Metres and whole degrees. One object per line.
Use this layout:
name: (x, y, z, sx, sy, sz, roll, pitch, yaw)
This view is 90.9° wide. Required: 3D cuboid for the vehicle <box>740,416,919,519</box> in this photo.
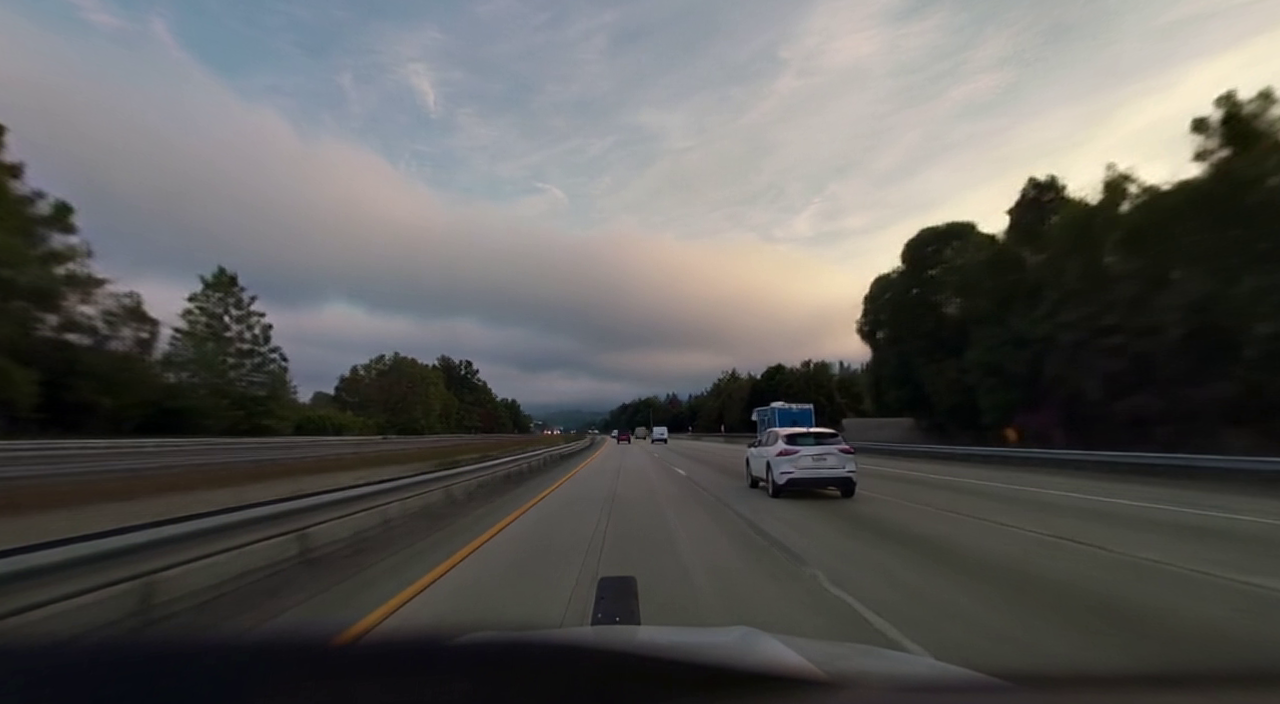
vehicle: (3.216, 2.024, 11.630, 2.002, 1.569, 3.845, 0, -8, -2)
